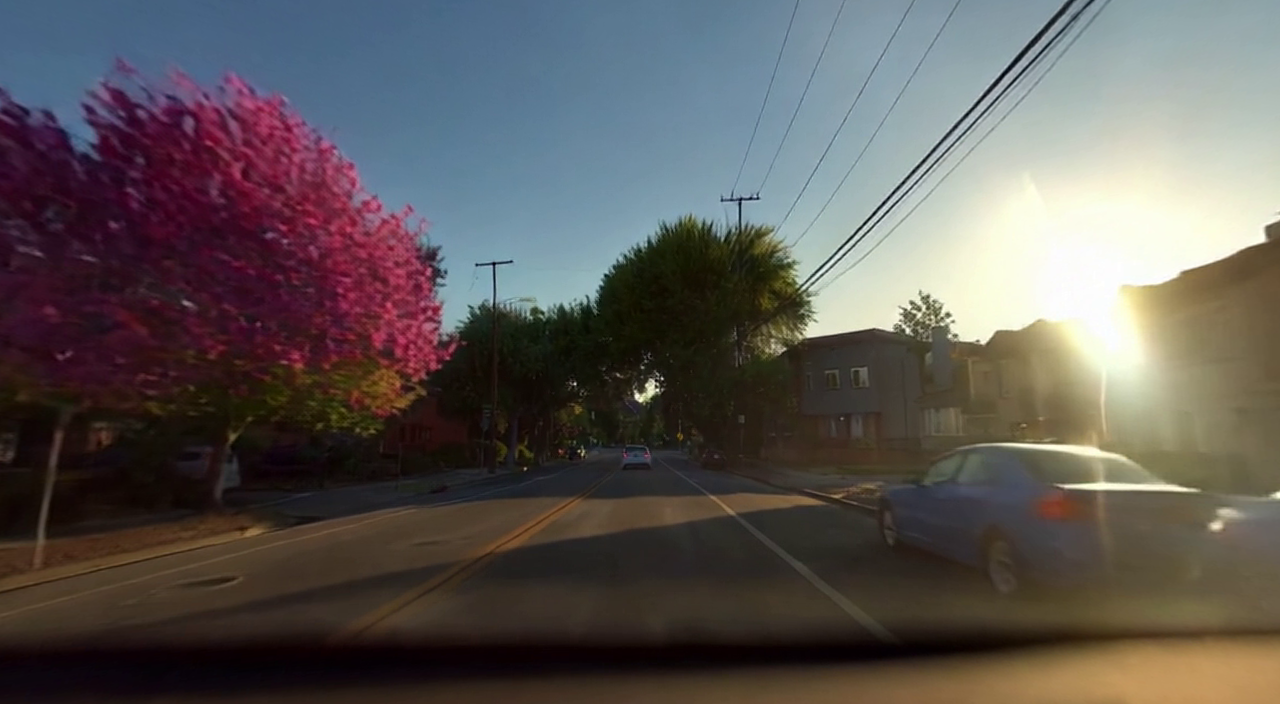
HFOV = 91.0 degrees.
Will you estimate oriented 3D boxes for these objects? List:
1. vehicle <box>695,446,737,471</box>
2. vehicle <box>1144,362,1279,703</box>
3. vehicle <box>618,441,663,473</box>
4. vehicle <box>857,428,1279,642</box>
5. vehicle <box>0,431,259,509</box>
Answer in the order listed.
[{"bbox_3d":[4.697,6.679,39.806,1.977,1.481,5.155,0,-8,0],"label":"vehicle"},{"bbox_3d":[4.121,0.705,1.247,2.100,1.830,5.040,0,-8,1],"label":"vehicle"},{"bbox_3d":[0.037,5.272,31.715,2.104,1.500,3.815,0,-8,0],"label":"vehicle"},{"bbox_3d":[4.044,1.664,6.816,1.899,1.547,4.259,0,-8,1],"label":"vehicle"},{"bbox_3d":[-15.597,3.628,19.408,6.278,1.911,2.173,-3,-10,0],"label":"vehicle"}]
